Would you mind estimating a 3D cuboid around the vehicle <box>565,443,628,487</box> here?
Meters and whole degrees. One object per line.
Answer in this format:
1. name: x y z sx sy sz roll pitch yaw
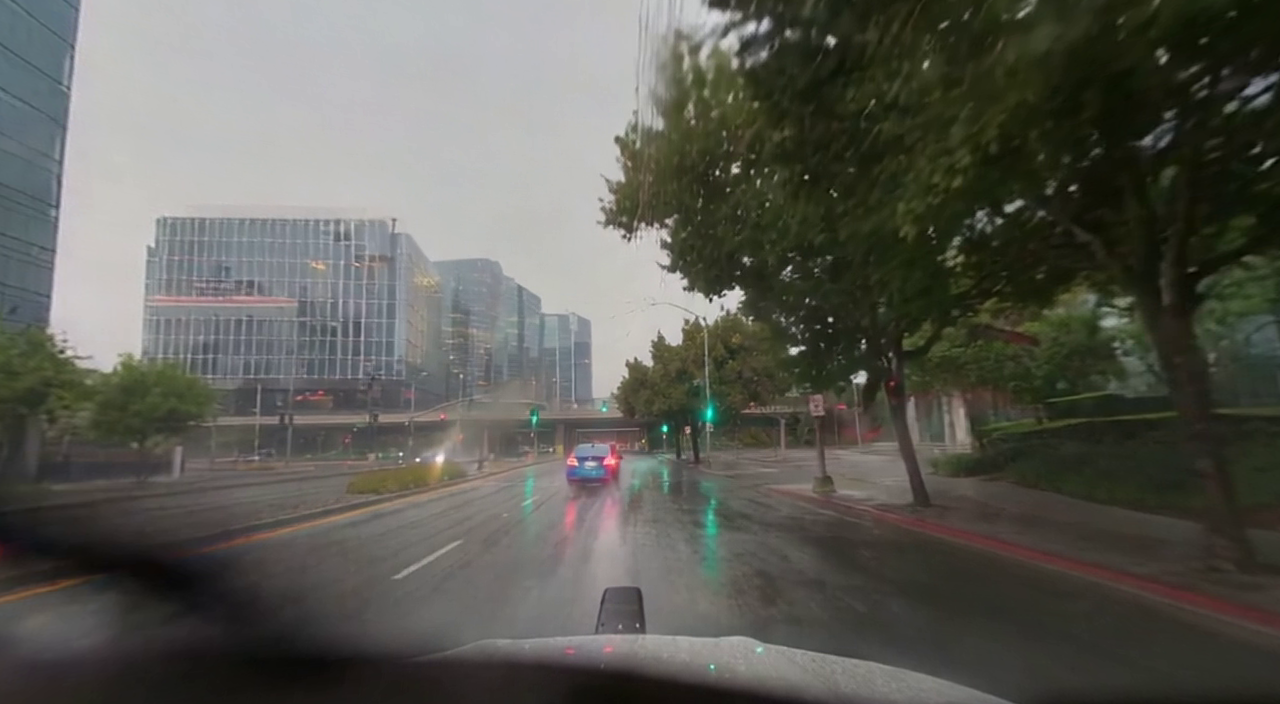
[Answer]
1. vehicle: -1.571 4.215 23.948 2.154 1.465 4.532 0 -9 -2
